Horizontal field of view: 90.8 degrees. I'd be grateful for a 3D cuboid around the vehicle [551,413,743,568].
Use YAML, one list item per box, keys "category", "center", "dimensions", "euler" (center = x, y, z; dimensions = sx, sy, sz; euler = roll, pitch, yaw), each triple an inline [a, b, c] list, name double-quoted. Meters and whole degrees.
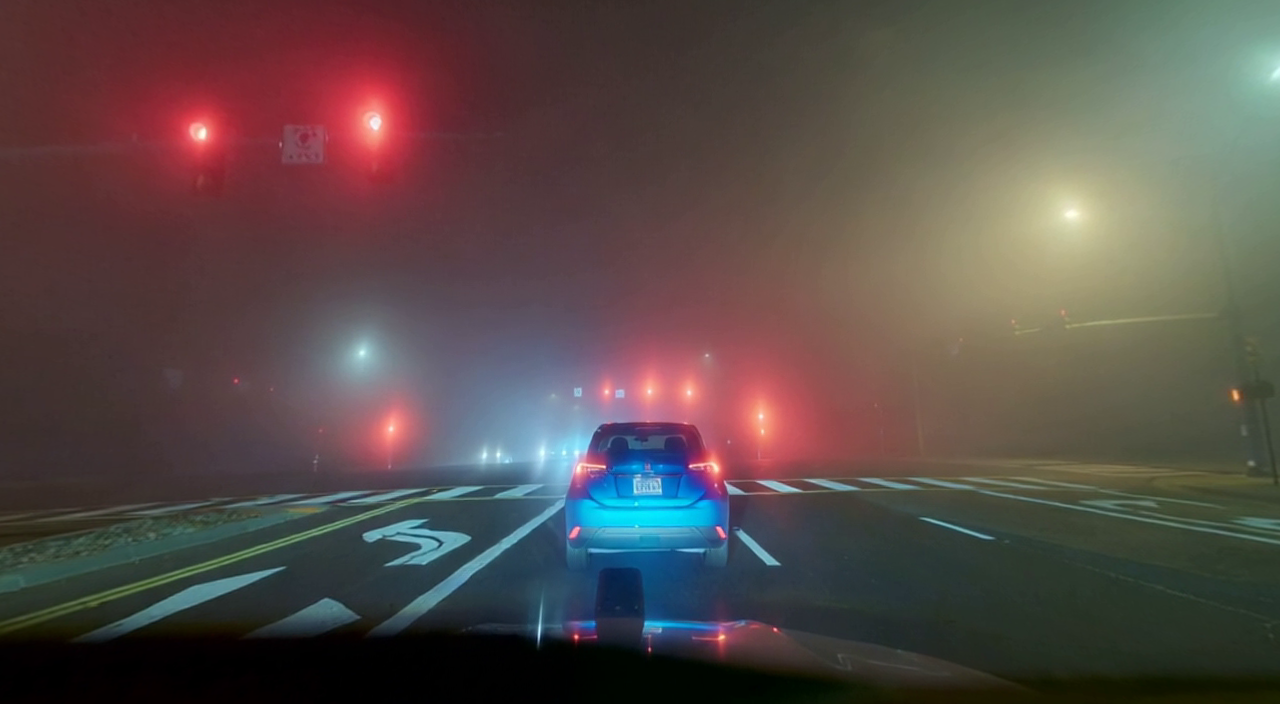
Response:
- category: "vehicle"
  center: [0.037, 1.755, 8.715]
  dimensions: [2.027, 1.626, 3.942]
  euler: [0, -8, -1]
